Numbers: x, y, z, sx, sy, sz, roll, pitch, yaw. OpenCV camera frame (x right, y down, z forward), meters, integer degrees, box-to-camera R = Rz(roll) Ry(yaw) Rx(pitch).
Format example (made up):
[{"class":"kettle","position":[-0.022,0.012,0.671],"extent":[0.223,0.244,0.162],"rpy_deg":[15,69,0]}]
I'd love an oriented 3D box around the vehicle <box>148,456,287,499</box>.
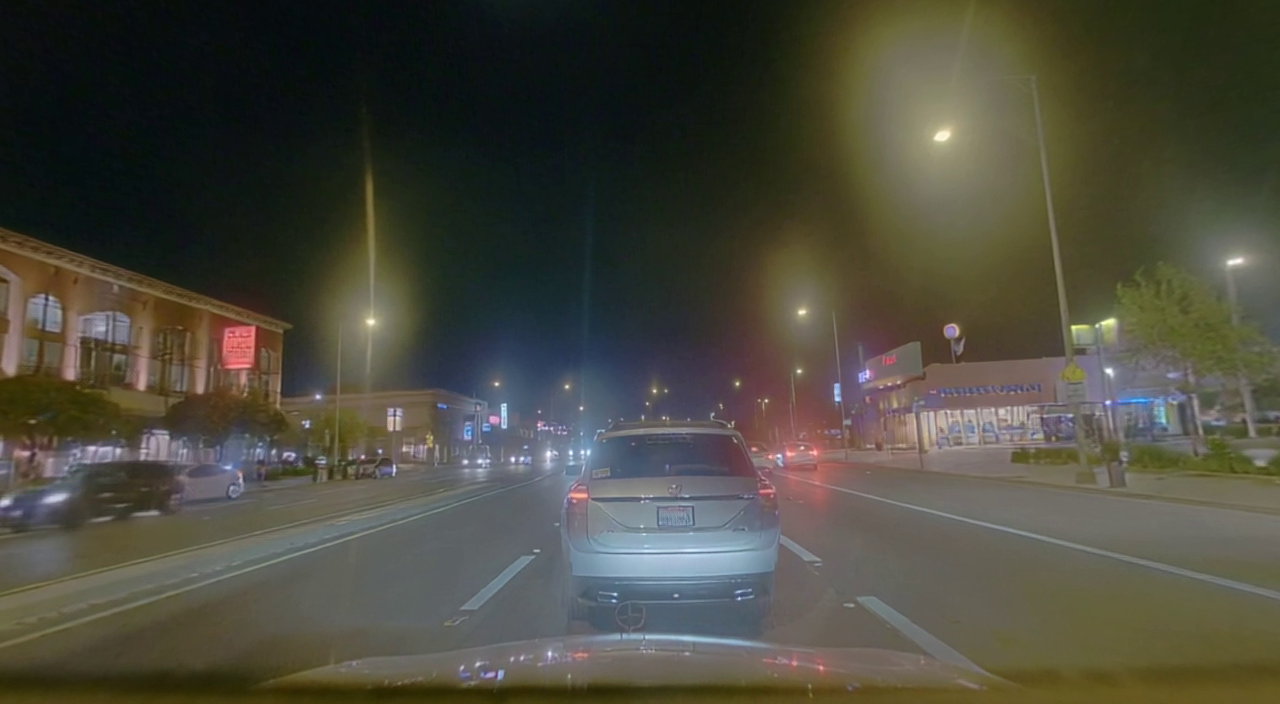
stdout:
[{"class":"vehicle","position":[-18.588,5.485,27.980],"extent":[1.981,1.659,4.608],"rpy_deg":[-5,-10,29]}]

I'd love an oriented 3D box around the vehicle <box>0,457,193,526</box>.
[{"class":"vehicle","position":[-14.181,3.562,16.544],"extent":[1.991,1.486,3.844],"rpy_deg":[0,-8,1]}]

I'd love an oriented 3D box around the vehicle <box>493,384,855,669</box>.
[{"class":"vehicle","position":[0.201,1.310,5.732],"extent":[2.125,1.669,3.880],"rpy_deg":[0,-8,0]}]
